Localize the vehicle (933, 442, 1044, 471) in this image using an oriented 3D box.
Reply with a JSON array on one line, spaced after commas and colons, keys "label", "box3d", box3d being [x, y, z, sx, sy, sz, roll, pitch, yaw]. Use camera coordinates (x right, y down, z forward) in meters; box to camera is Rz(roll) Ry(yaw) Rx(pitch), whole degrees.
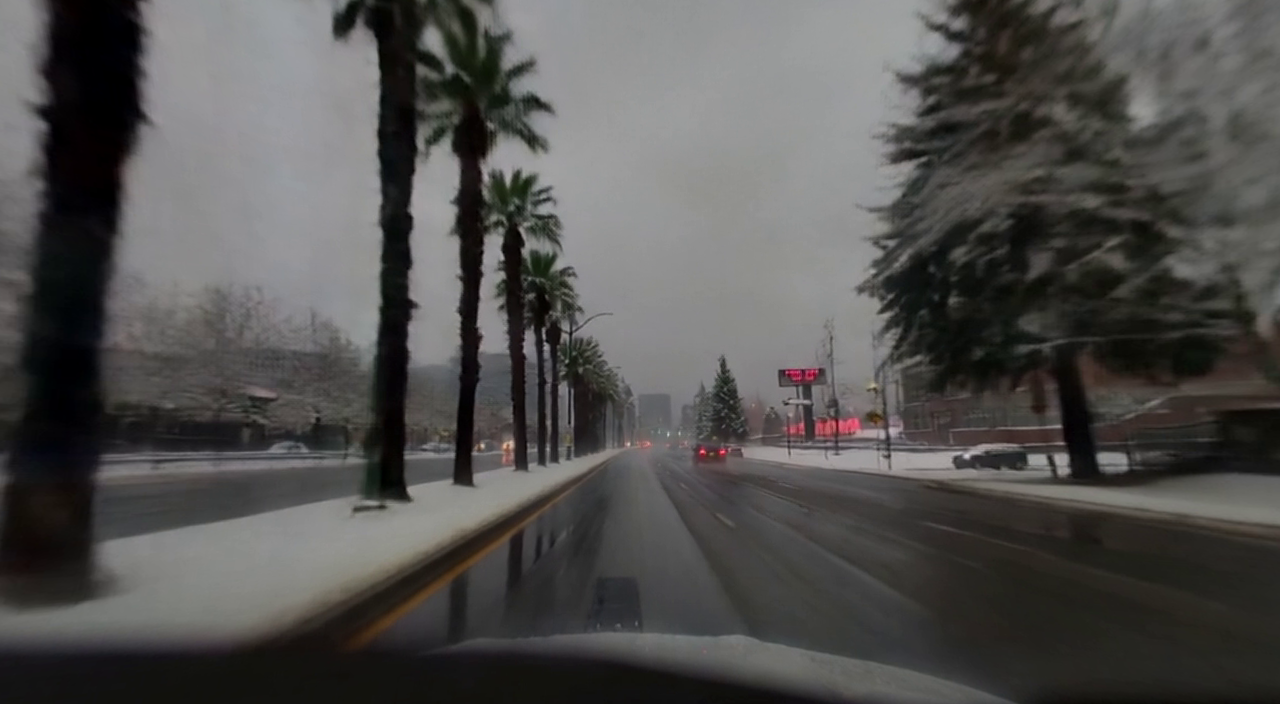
[{"label": "vehicle", "box3d": [17.724, 5.322, 32.147, 4.526, 1.429, 1.815, 0, -8, 2]}]
